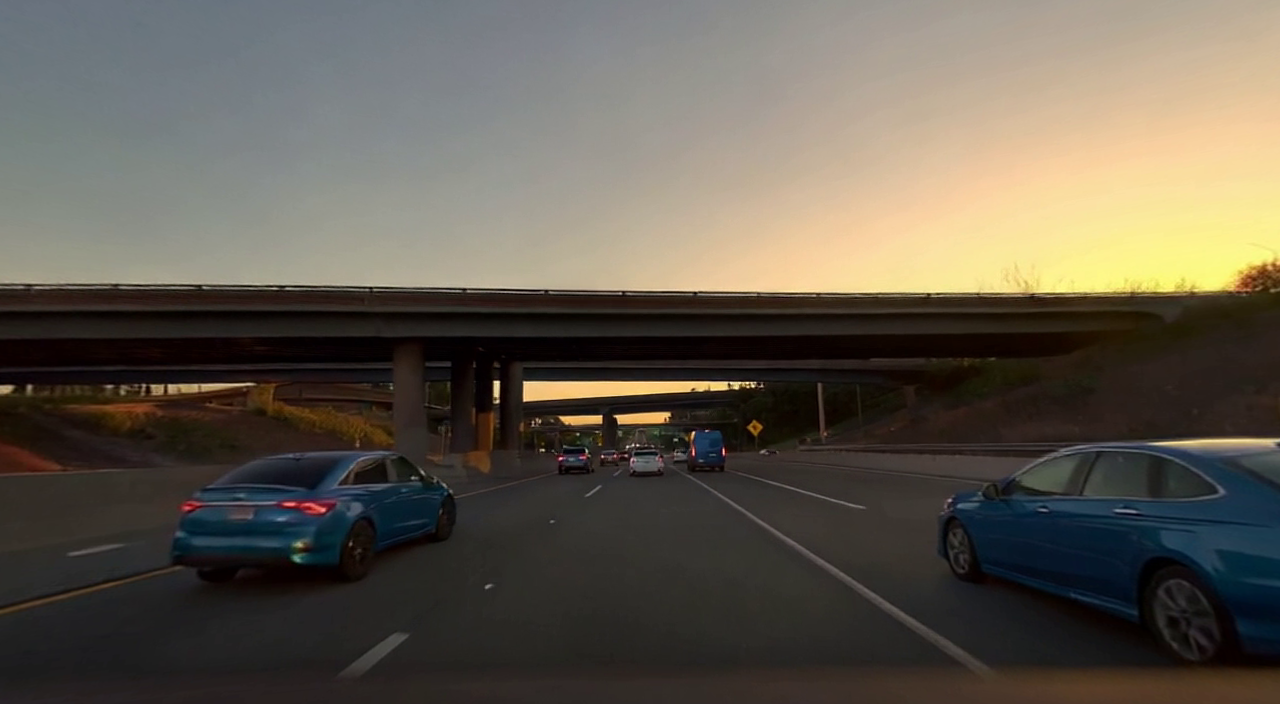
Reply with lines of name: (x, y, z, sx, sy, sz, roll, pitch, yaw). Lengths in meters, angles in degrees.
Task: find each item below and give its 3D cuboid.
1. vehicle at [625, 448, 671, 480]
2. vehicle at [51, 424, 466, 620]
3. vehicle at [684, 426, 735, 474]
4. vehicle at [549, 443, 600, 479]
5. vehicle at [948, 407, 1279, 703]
vehicle: (0.369, 5.541, 31.540, 2.174, 1.467, 4.005, 0, -8, 0)
vehicle: (-3.644, 1.667, 7.118, 2.137, 1.562, 3.926, 0, -8, 1)
vehicle: (4.229, 6.113, 39.605, 2.436, 2.745, 6.607, 0, -8, 0)
vehicle: (-3.372, 5.687, 33.227, 2.078, 1.706, 4.298, -1, -8, 2)
vehicle: (4.158, 1.201, 4.063, 2.085, 1.558, 4.466, 0, -8, 0)
